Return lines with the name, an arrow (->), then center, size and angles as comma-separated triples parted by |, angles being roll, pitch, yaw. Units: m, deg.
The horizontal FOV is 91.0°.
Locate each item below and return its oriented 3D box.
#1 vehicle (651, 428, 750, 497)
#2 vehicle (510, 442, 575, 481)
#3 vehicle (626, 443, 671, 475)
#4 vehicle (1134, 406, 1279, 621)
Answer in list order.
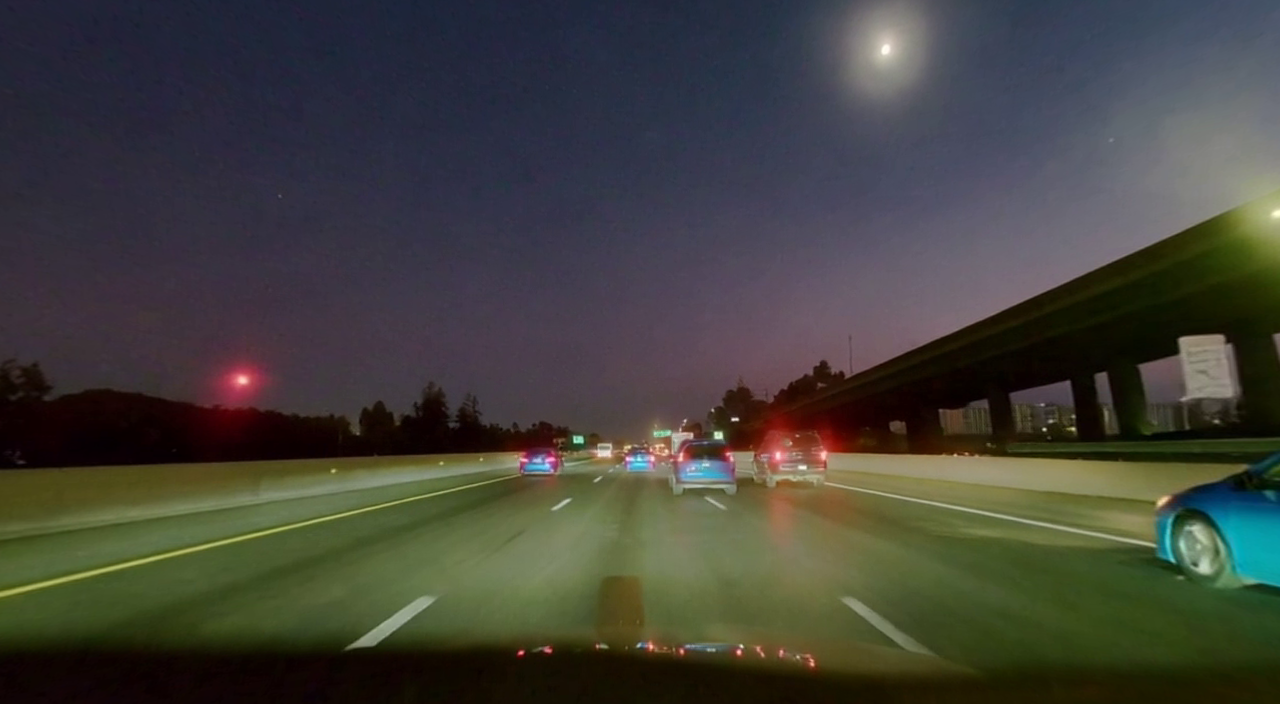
vehicle -> 1.587, 3.131, 18.163 | 2.202, 1.748, 4.158 | 1, -9, -4
vehicle -> -4.024, 4.593, 26.684 | 2.031, 1.491, 4.145 | 0, -9, 1
vehicle -> 0.385, 5.278, 31.300 | 2.089, 1.493, 3.964 | 0, -9, 0
vehicle -> 6.030, 1.136, 4.065 | 2.055, 1.656, 4.370 | 0, -9, -1
